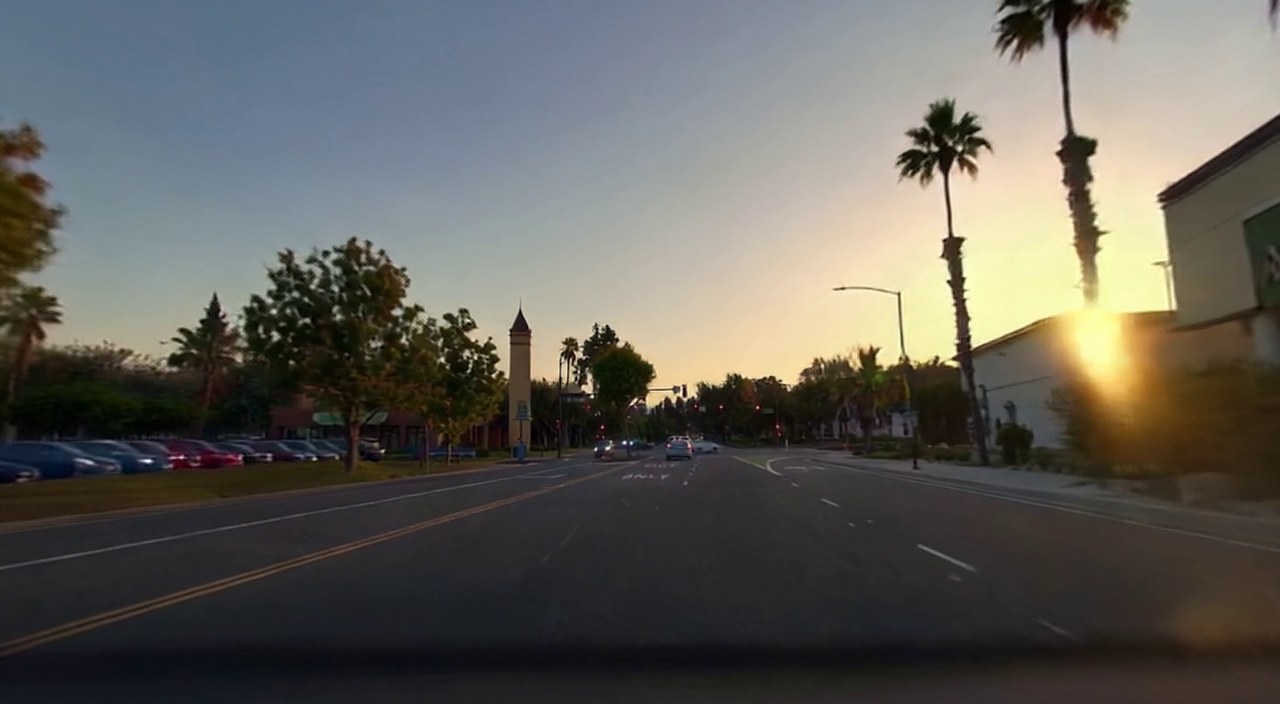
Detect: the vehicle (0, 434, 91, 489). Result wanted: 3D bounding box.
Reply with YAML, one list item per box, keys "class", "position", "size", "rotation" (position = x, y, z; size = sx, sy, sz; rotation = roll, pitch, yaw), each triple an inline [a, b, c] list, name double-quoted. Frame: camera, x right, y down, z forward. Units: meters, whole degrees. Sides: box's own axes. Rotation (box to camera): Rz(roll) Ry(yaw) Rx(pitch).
- class: "vehicle"
  position: [-22.474, 3.858, 22.178]
  size: [4.407, 1.736, 2.023]
  rotation: [-2, -6, 3]
